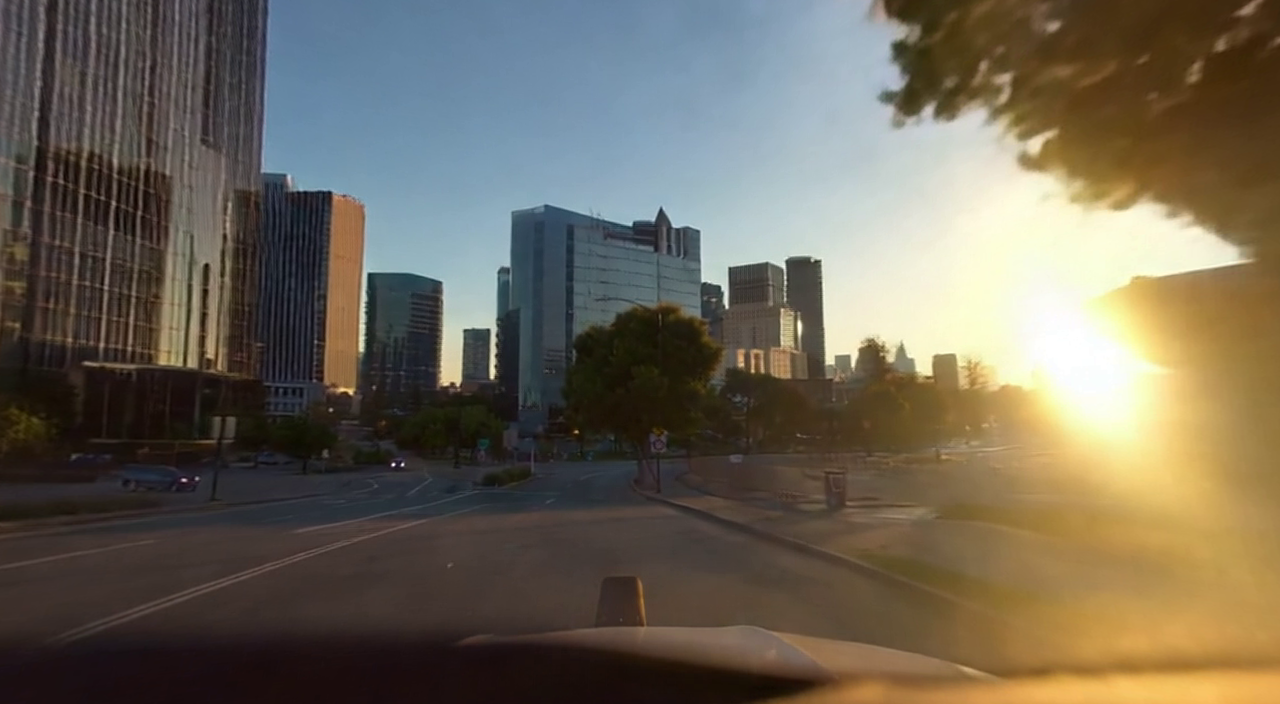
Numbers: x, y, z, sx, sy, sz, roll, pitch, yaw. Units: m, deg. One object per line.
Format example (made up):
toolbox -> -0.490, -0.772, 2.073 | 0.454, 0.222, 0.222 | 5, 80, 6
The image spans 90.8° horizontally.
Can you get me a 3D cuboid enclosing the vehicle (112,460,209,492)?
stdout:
vehicle -> -28.919, 7.458, 38.123 | 4.473, 1.778, 2.125 | -2, -9, 13
